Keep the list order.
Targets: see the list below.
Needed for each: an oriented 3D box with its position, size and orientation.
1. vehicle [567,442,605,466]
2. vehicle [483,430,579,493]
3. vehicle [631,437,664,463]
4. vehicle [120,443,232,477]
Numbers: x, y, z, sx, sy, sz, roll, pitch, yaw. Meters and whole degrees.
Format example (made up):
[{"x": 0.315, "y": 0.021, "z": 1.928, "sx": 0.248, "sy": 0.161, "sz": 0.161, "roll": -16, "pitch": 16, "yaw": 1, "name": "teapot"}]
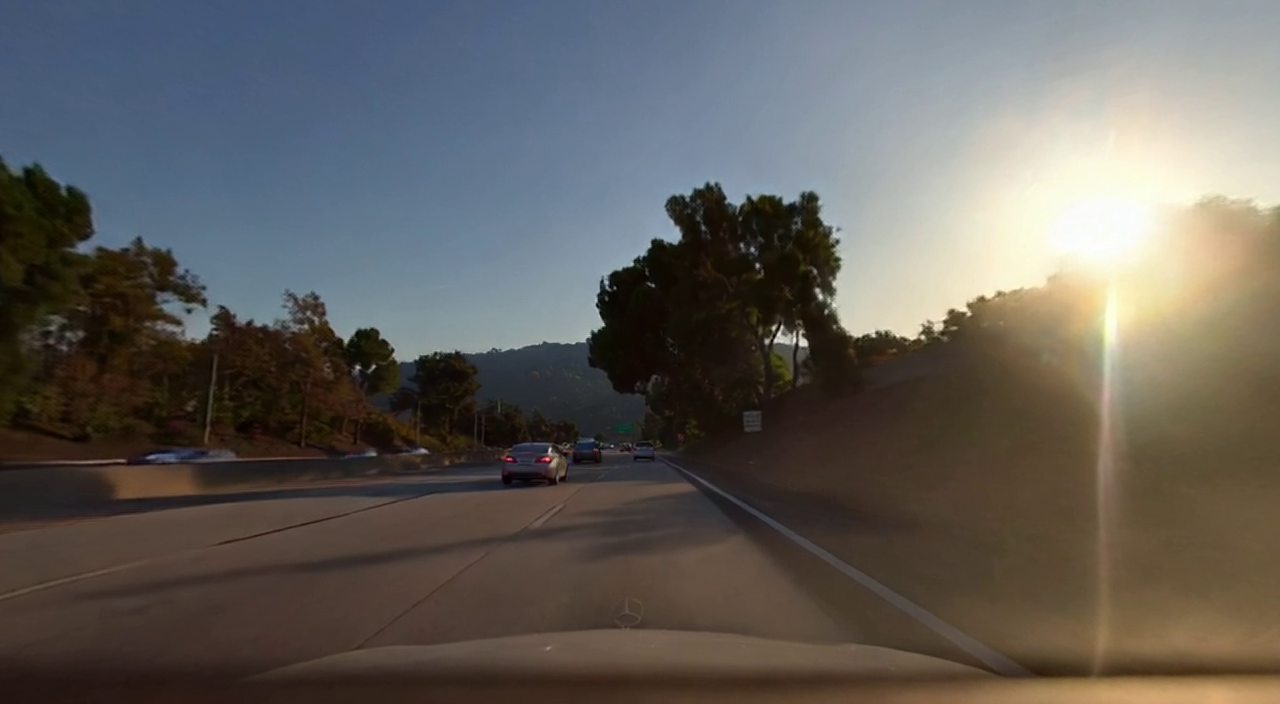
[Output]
[{"x": -3.458, "y": 6.603, "z": 40.783, "sx": 2.055, "sy": 1.431, "sz": 3.921, "roll": 0, "pitch": -8, "yaw": 2, "name": "vehicle"}, {"x": -3.152, "y": 3.261, "z": 19.096, "sx": 2.056, "sy": 1.679, "sz": 4.204, "roll": 0, "pitch": -8, "yaw": 1, "name": "vehicle"}, {"x": 0.535, "y": 7.240, "z": 46.360, "sx": 2.285, "sy": 1.797, "sz": 4.478, "roll": 0, "pitch": -8, "yaw": 0, "name": "vehicle"}, {"x": -27.995, "y": 6.501, "z": 38.214, "sx": 2.338, "sy": 1.906, "sz": 5.757, "roll": 0, "pitch": -8, "yaw": 2, "name": "vehicle"}]
